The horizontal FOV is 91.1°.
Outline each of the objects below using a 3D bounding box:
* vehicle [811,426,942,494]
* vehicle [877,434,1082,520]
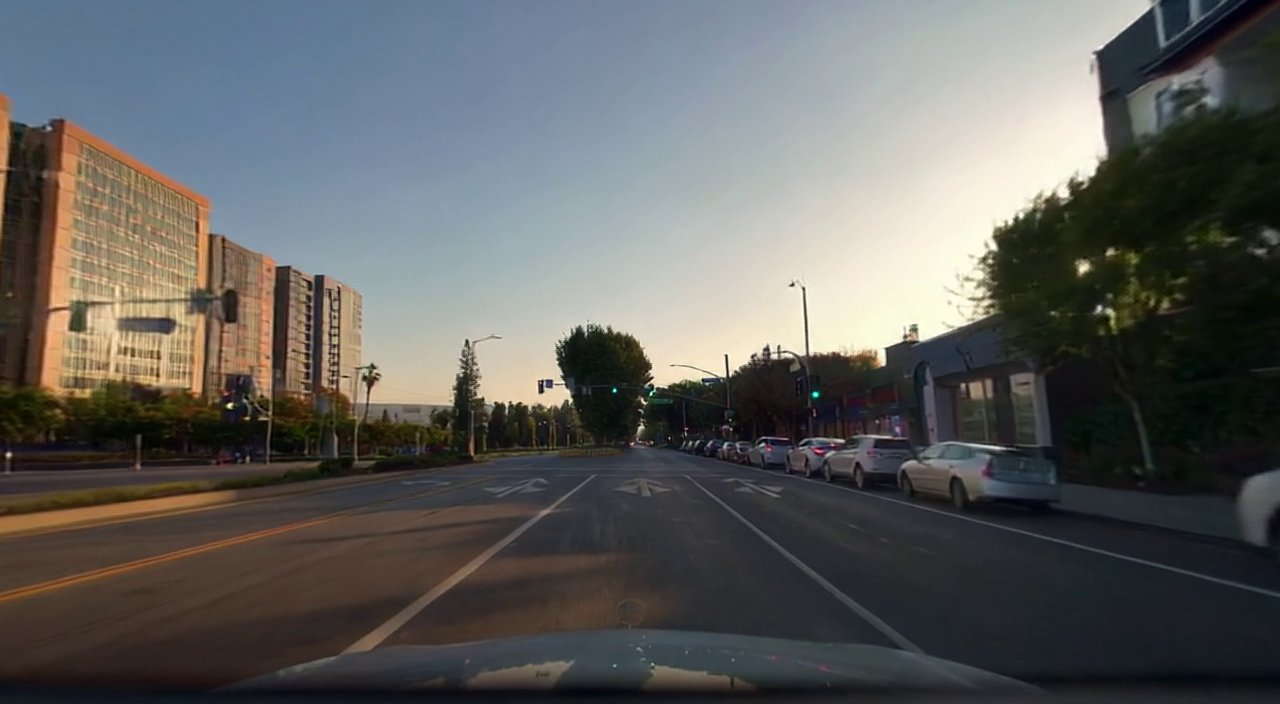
[{"bbox_3d":[6.824,3.191,18.862,1.978,1.728,5.129,0,-9,0],"label":"vehicle"},{"bbox_3d":[6.804,2.533,13.291,1.880,1.483,4.510,0,-9,1],"label":"vehicle"}]
